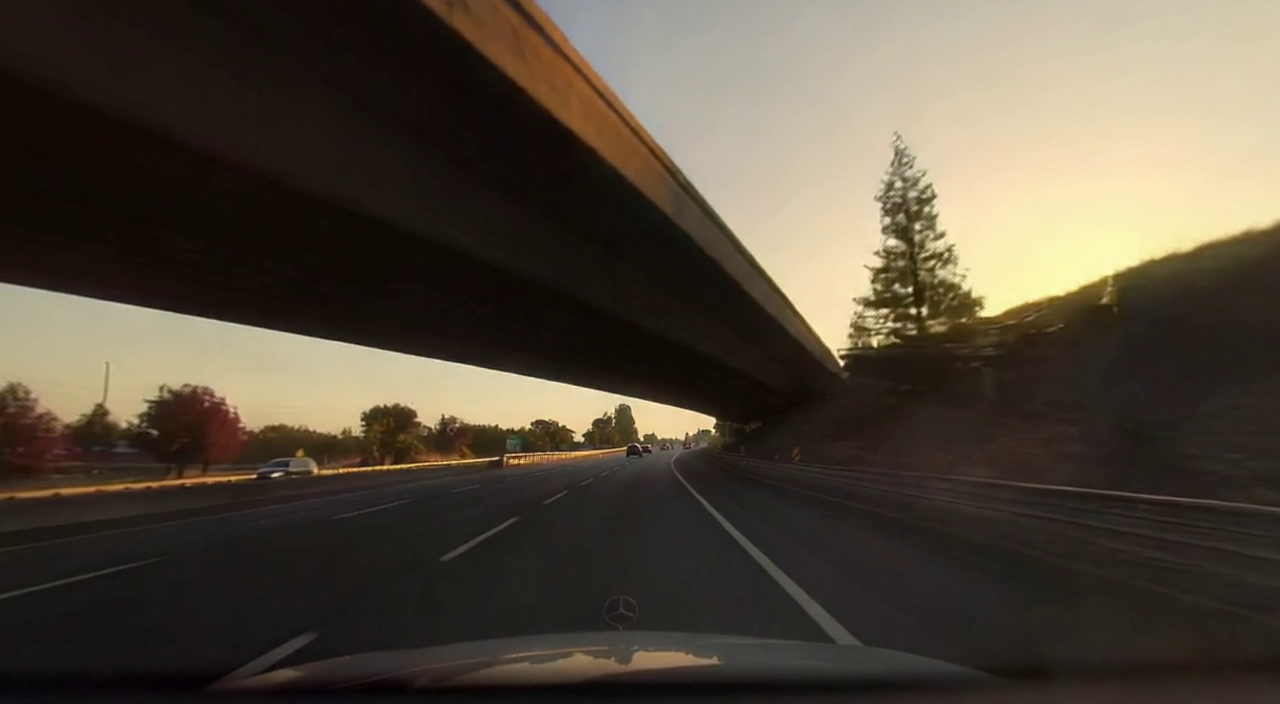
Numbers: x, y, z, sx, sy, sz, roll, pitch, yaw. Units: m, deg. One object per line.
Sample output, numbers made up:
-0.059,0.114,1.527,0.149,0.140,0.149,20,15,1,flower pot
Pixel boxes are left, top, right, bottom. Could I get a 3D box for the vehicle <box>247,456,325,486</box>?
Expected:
-23.382,7.872,41.650,2.078,1.798,4.928,-1,-9,3,vehicle
